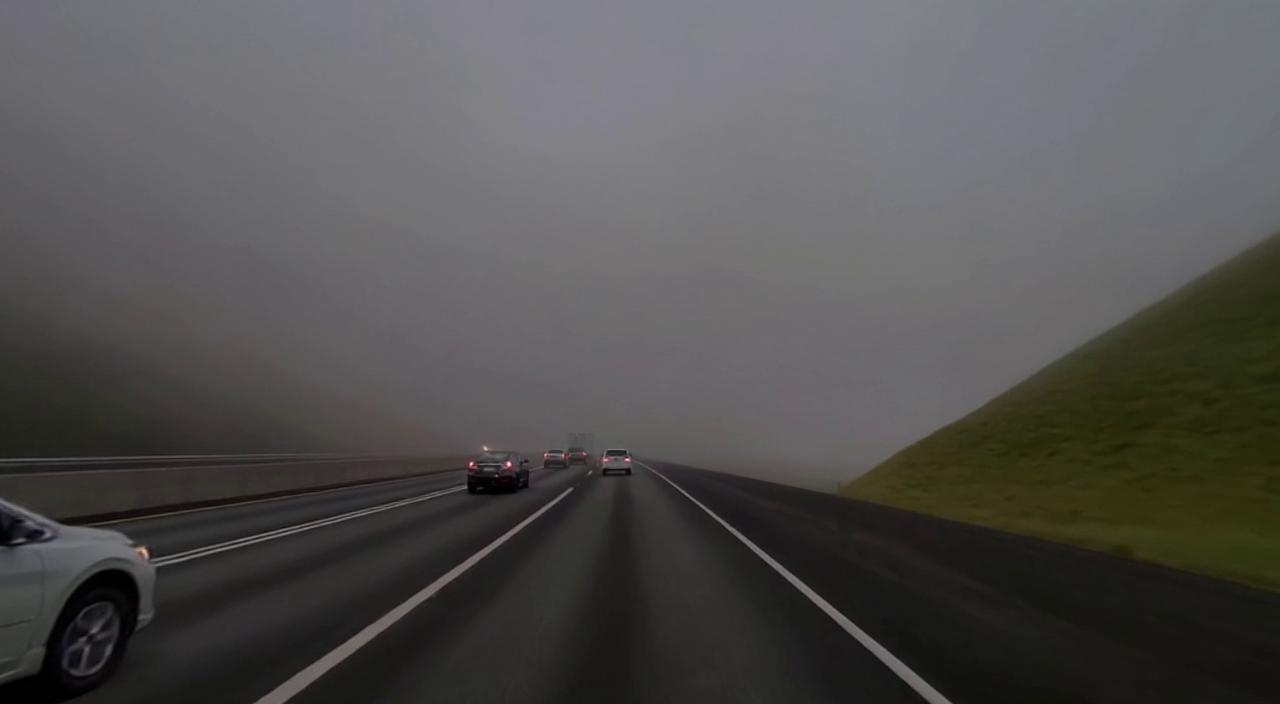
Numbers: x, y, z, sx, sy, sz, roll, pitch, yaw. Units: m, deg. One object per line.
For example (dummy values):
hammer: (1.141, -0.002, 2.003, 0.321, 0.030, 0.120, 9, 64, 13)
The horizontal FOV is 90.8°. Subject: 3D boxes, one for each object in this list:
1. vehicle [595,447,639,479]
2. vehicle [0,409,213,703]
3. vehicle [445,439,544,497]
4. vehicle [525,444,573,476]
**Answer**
vehicle: (-1.127, 5.407, 30.885, 1.988, 1.440, 4.201, 0, -9, -2)
vehicle: (-3.928, 0.934, 2.345, 1.892, 1.492, 3.940, 0, -9, 0)
vehicle: (-4.511, 3.675, 20.313, 2.208, 1.619, 4.162, 0, -9, 0)
vehicle: (-4.962, 5.948, 34.835, 2.118, 1.624, 4.032, 0, -9, -1)
